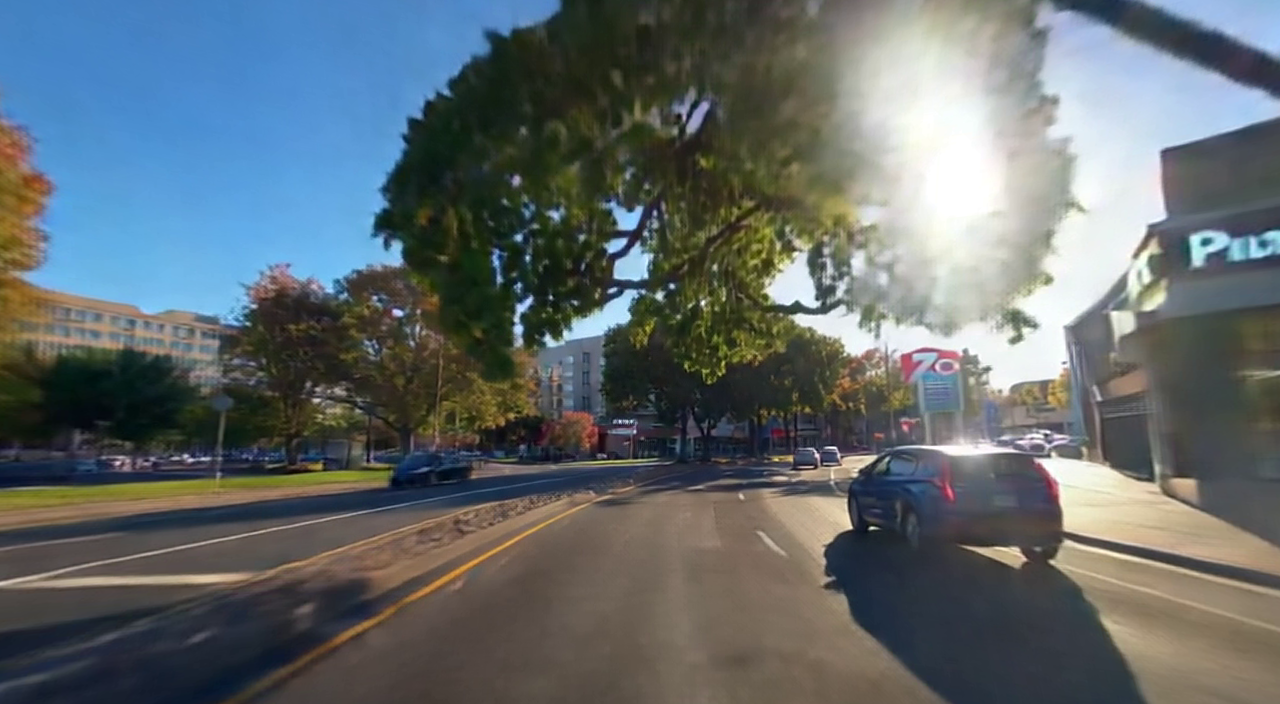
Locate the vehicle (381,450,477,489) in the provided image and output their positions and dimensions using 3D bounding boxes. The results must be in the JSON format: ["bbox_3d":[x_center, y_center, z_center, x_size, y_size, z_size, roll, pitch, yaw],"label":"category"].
[{"bbox_3d":[-9.003,5.040,27.398,2.022,1.498,4.400,-2,-9,11],"label":"vehicle"}]

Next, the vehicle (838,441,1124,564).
[{"bbox_3d":[4.859,2.171,9.939,1.938,1.466,4.434,0,-9,-2],"label":"vehicle"}]

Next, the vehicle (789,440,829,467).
[{"bbox_3d":[11.532,6.840,42.739,2.311,1.715,4.287,-3,-9,18],"label":"vehicle"}]
